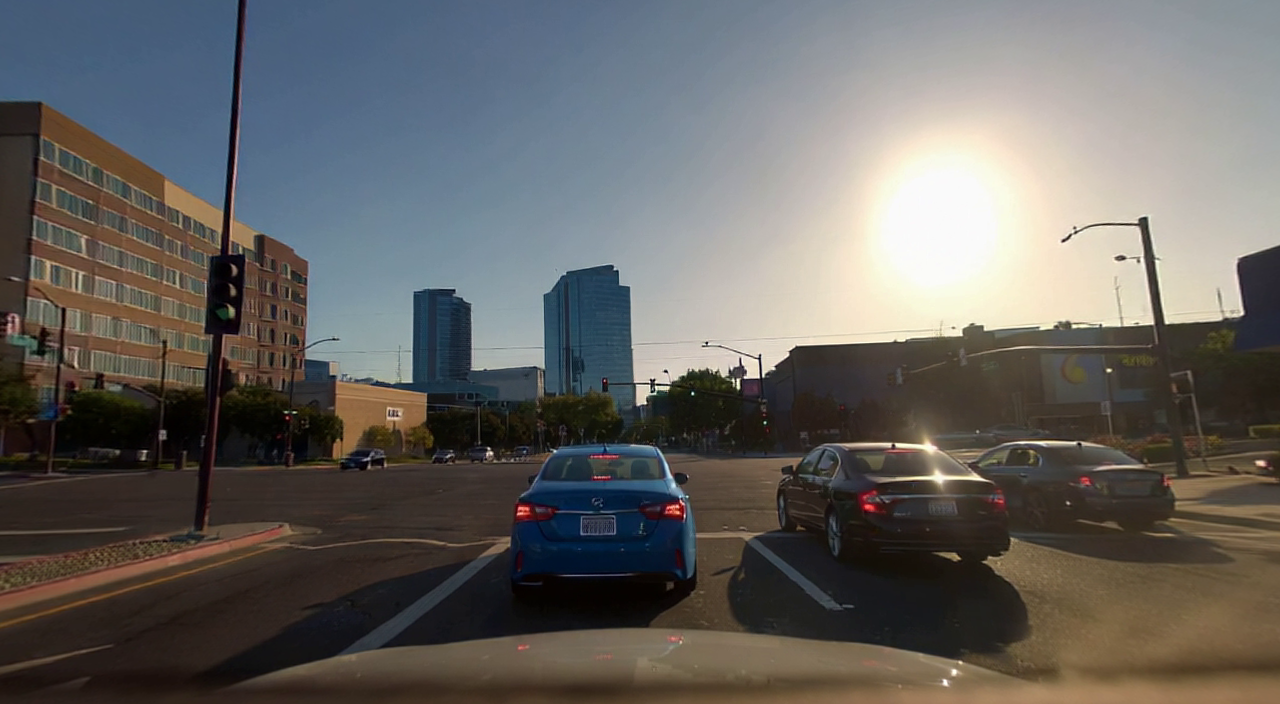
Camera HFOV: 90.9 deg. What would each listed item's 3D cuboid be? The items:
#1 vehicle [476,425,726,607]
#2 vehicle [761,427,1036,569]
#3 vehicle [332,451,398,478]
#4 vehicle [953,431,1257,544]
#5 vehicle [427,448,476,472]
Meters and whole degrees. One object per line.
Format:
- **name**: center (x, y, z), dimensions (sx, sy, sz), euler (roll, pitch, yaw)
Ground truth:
- **vehicle**: center (-0.369, 1.654, 7.286), dimensions (2.059, 1.477, 3.988), euler (0, -8, -1)
- **vehicle**: center (3.215, 1.888, 8.967), dimensions (2.042, 1.508, 4.109), euler (0, -8, -2)
- **vehicle**: center (-16.781, 6.874, 38.736), dimensions (2.048, 1.463, 4.530), euler (0, -8, -1)
- **vehicle**: center (7.444, 2.165, 10.784), dimensions (1.908, 1.517, 4.182), euler (0, -8, -1)
- **vehicle**: center (-13.052, 7.497, 43.975), dimensions (2.049, 1.483, 4.407), euler (0, -8, 0)
